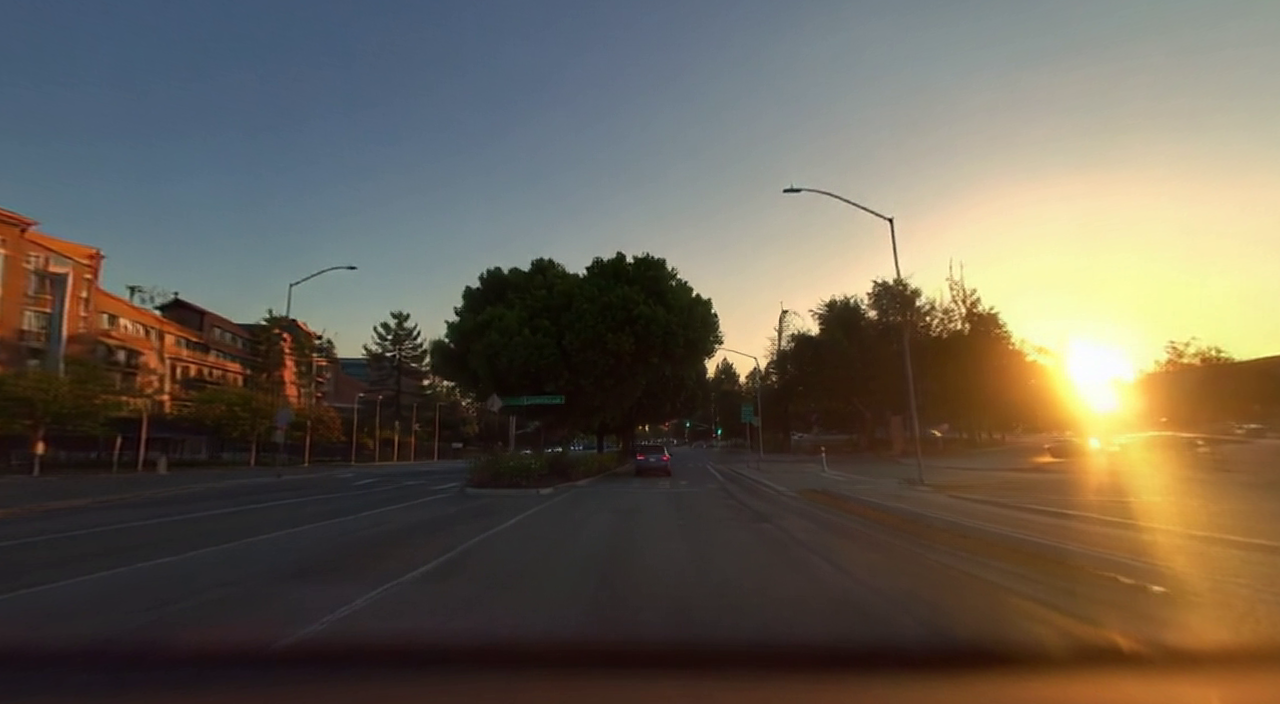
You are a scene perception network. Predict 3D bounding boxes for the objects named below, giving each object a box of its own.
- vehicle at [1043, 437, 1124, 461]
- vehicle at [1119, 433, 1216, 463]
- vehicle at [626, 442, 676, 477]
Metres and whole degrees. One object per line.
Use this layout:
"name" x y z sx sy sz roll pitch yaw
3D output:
"vehicle" 28.862 6.339 41.337 1.839 1.470 4.548 0 -9 -3
"vehicle" 33.978 6.191 40.931 1.984 1.750 4.798 0 -8 -2
"vehicle" 0.552 4.929 29.152 2.133 1.481 4.276 -1 -9 2
